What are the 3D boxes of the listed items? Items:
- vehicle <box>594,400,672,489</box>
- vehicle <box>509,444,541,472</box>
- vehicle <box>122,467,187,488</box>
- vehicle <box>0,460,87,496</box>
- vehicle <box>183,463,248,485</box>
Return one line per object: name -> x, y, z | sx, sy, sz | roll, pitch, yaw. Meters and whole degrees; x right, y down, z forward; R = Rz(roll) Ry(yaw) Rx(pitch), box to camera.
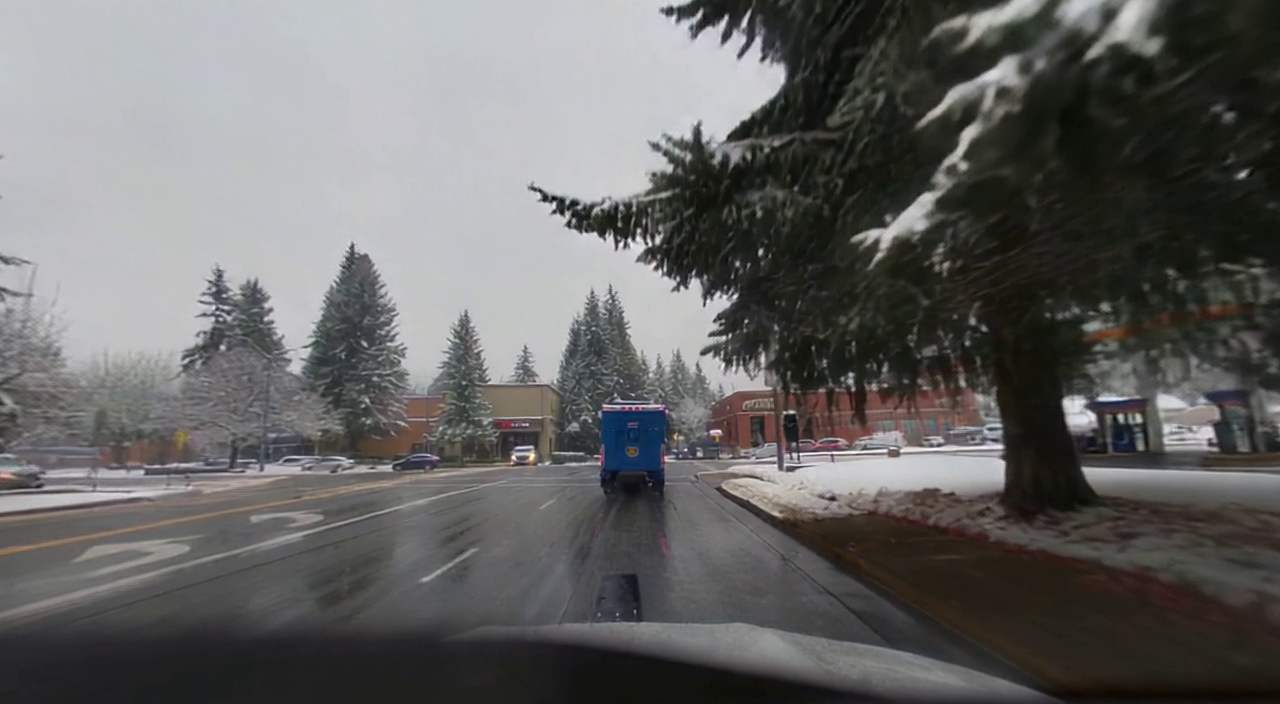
vehicle -> -0.081, 3.516, 24.096 | 2.463, 2.954, 5.938 | -1, -8, 4
vehicle -> -7.576, 6.981, 41.864 | 1.997, 1.679, 4.263 | 1, -8, -9
vehicle -> -35.836, 9.258, 46.723 | 1.834, 1.383, 3.707 | 0, -8, 0
vehicle -> -28.311, 5.694, 28.568 | 4.568, 1.466, 1.848 | 4, -9, -27
vehicle -> -31.115, 8.921, 46.443 | 1.766, 1.428, 4.337 | 0, -8, 1
